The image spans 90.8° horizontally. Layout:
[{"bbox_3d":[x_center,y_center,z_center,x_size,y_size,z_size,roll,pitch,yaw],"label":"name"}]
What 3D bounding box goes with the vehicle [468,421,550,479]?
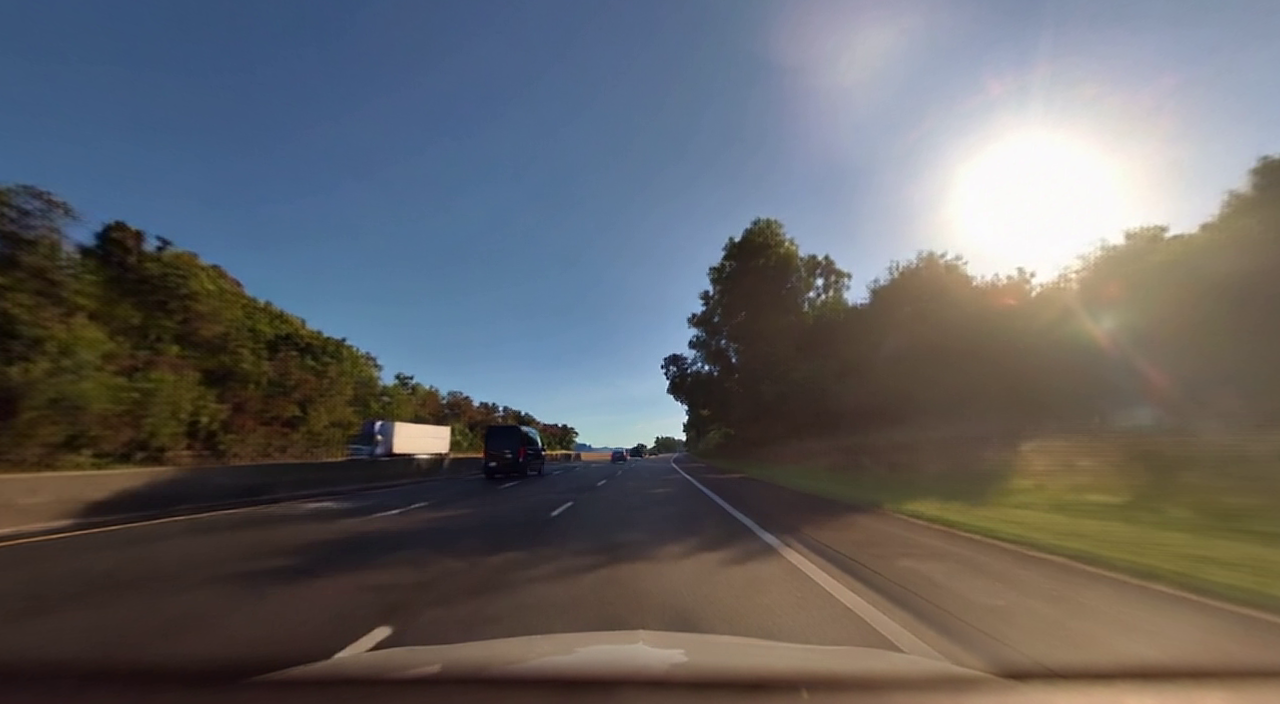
[{"bbox_3d":[-6.105,4.721,30.362,2.449,2.471,6.130,-1,-9,2],"label":"vehicle"}]
